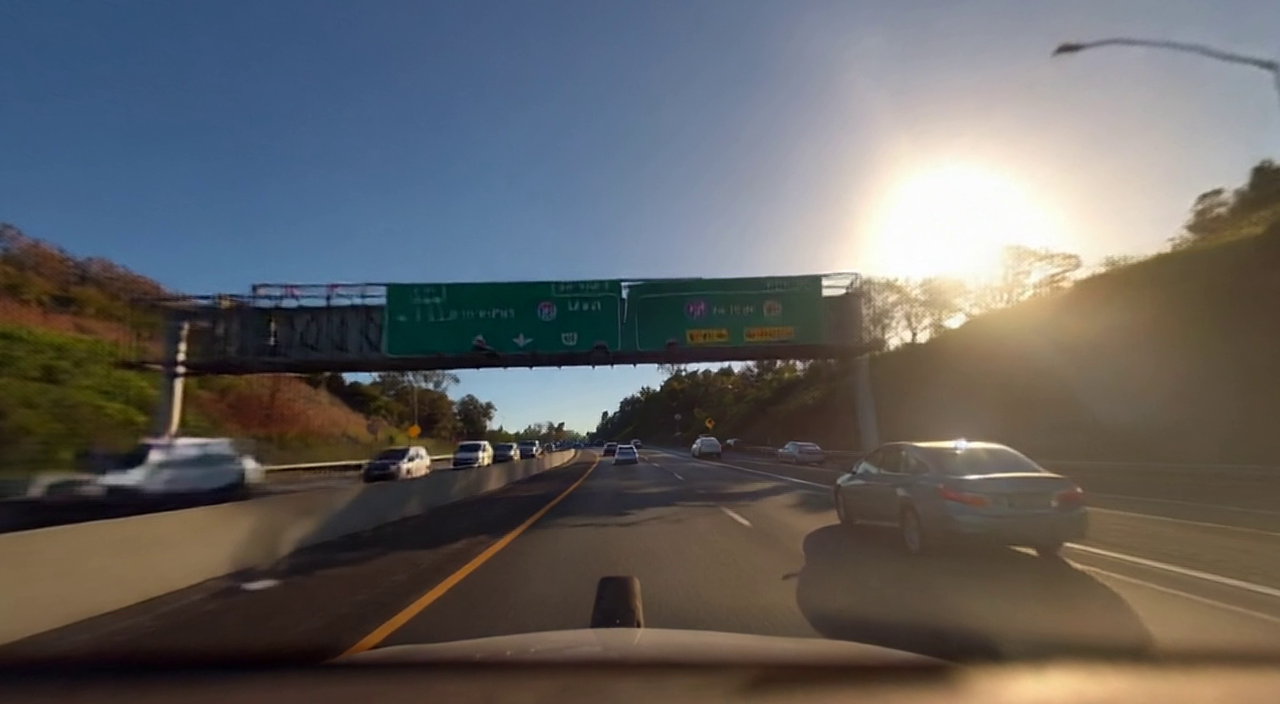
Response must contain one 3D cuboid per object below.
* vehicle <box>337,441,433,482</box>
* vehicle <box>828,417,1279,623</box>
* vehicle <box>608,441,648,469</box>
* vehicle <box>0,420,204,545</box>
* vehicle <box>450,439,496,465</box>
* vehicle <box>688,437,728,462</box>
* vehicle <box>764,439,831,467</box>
[{"bbox_3d":[-10.010,4.296,25.248,1.924,1.466,4.808,0,-8,-2],"label":"vehicle"},{"bbox_3d":[3.804,1.553,6.877,1.972,1.488,4.335,0,-8,-3],"label":"vehicle"},{"bbox_3d":[-0.762,5.935,36.764,2.090,1.510,4.280,1,-8,-4],"label":"vehicle"},{"bbox_3d":[-10.043,2.109,10.756,2.017,1.735,4.581,0,-8,-2],"label":"vehicle"},{"bbox_3d":[-11.158,6.738,42.586,2.113,1.629,4.629,1,-8,-4],"label":"vehicle"},{"bbox_3d":[4.793,6.945,45.096,2.094,1.652,3.955,1,-8,-6],"label":"vehicle"},{"bbox_3d":[9.061,5.829,36.733,2.196,1.494,4.735,1,-8,-7],"label":"vehicle"}]
